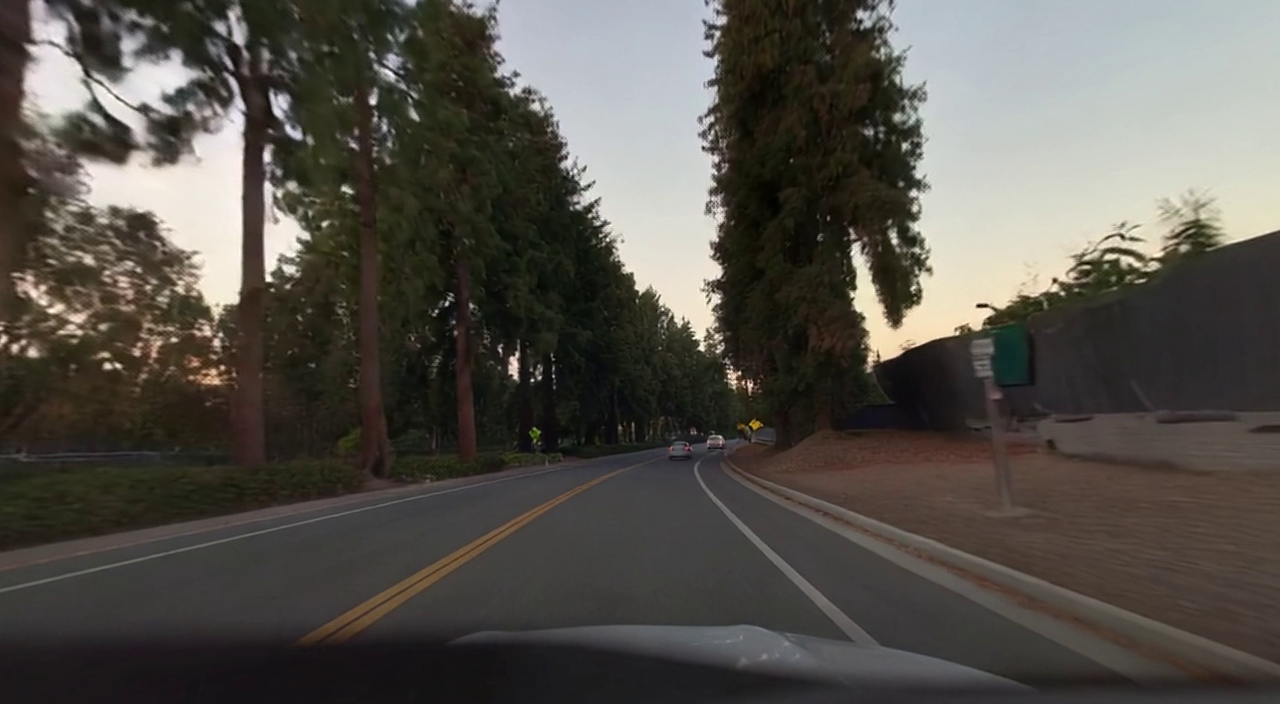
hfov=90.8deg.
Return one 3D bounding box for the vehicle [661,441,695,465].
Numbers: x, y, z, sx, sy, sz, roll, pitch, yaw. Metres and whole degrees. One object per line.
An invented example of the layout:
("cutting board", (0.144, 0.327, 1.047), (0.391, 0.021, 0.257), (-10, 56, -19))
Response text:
("vehicle", (2.552, 6.629, 41.579), (2.071, 1.474, 4.047), (-1, -9, 6))
